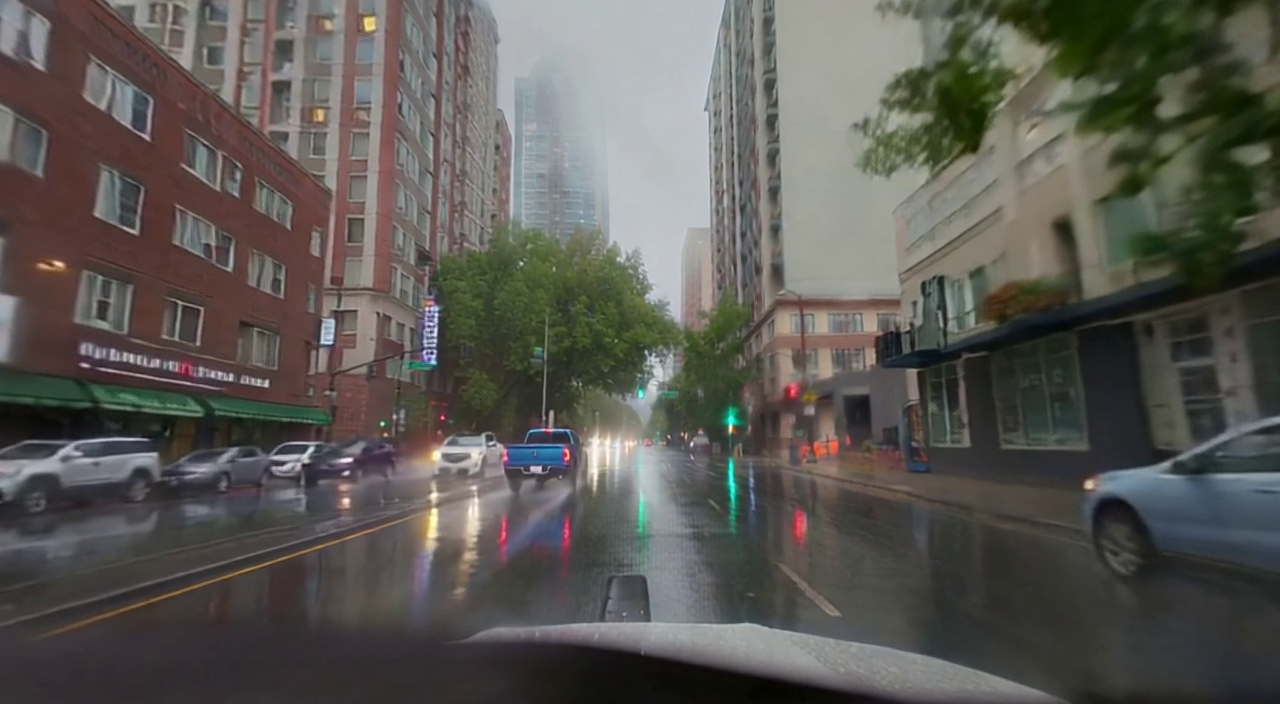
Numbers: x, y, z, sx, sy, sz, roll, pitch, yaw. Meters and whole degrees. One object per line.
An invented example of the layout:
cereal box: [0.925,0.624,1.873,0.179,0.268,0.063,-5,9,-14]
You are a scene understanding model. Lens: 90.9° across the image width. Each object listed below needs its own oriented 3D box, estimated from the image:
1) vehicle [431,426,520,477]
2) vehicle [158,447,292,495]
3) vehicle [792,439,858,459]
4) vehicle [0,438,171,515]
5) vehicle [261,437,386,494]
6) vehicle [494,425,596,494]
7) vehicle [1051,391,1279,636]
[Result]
vehicle: [-7.053,4.377,27.864,2.308,1.961,5.807,0,-9,1]
vehicle: [-16.097,4.606,24.870,2.100,1.596,4.739,-2,-9,0]
vehicle: [14.178,7.470,48.389,4.447,1.484,1.928,0,-9,1]
vehicle: [-16.079,3.425,17.859,1.948,1.827,4.730,-2,-8,0]
vehicle: [-10.051,3.623,20.449,1.894,1.636,4.057,0,-9,1]
vehicle: [-2.682,3.220,19.261,2.197,1.786,5.365,0,-9,1]
vehicle: [5.806,1.204,4.741,2.137,1.795,4.854,0,-9,0]
